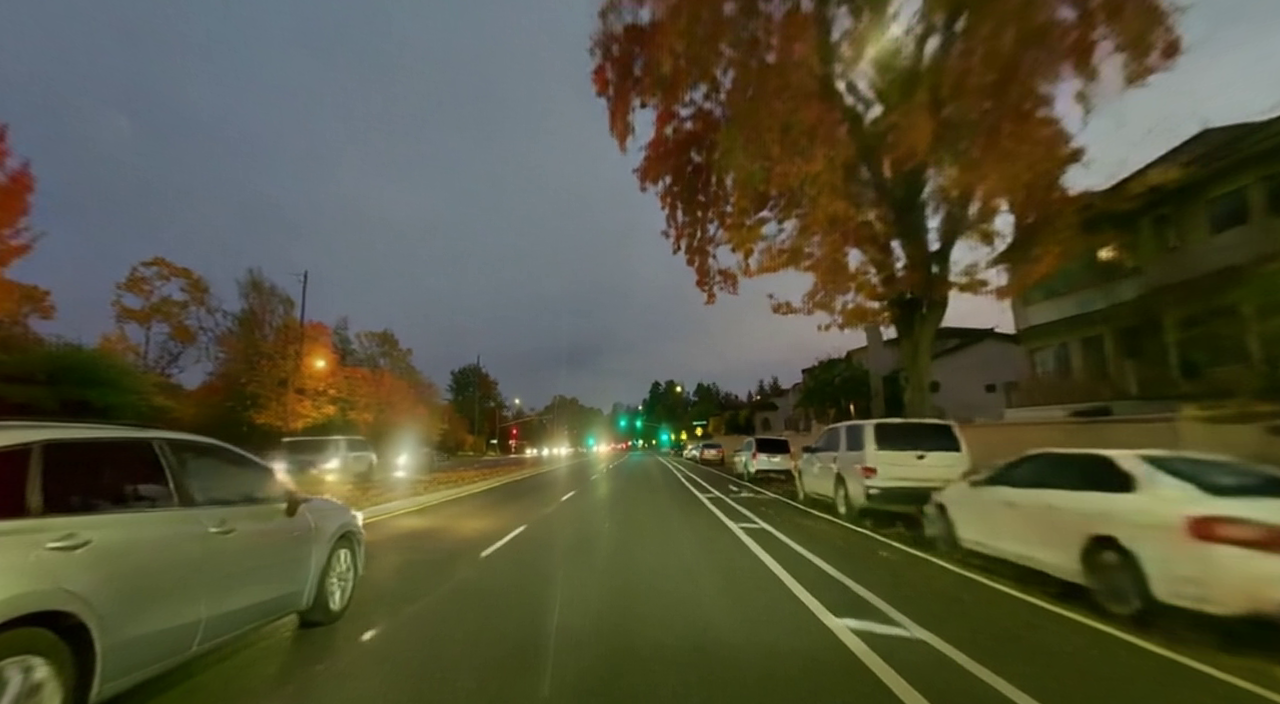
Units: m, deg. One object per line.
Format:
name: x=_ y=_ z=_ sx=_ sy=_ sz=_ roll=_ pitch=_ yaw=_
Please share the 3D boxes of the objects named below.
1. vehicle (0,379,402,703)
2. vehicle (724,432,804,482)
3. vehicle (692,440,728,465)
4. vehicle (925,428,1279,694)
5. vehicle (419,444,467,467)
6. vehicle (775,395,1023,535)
vehicle: x=-3.208 y=1.022 z=3.420 sx=1.982 sy=1.478 sz=4.465 roll=0 pitch=-9 yaw=1
vehicle: x=4.861 y=4.226 z=25.629 sx=2.164 sy=1.793 sz=5.671 roll=0 pitch=-9 yaw=1
vehicle: x=4.968 y=7.219 z=45.450 sx=2.014 sy=1.700 sz=4.369 roll=1 pitch=-9 yaw=-1
vehicle: x=4.556 y=1.487 z=5.470 sx=1.876 sy=1.510 sz=4.637 roll=1 pitch=-9 yaw=-2
vehicle: x=-13.670 y=7.179 z=43.887 sx=1.837 sy=1.491 sz=4.378 roll=0 pitch=-9 yaw=1
vehicle: x=4.626 y=2.199 z=12.862 sx=2.374 sy=2.104 sz=6.508 roll=0 pitch=-9 yaw=1
